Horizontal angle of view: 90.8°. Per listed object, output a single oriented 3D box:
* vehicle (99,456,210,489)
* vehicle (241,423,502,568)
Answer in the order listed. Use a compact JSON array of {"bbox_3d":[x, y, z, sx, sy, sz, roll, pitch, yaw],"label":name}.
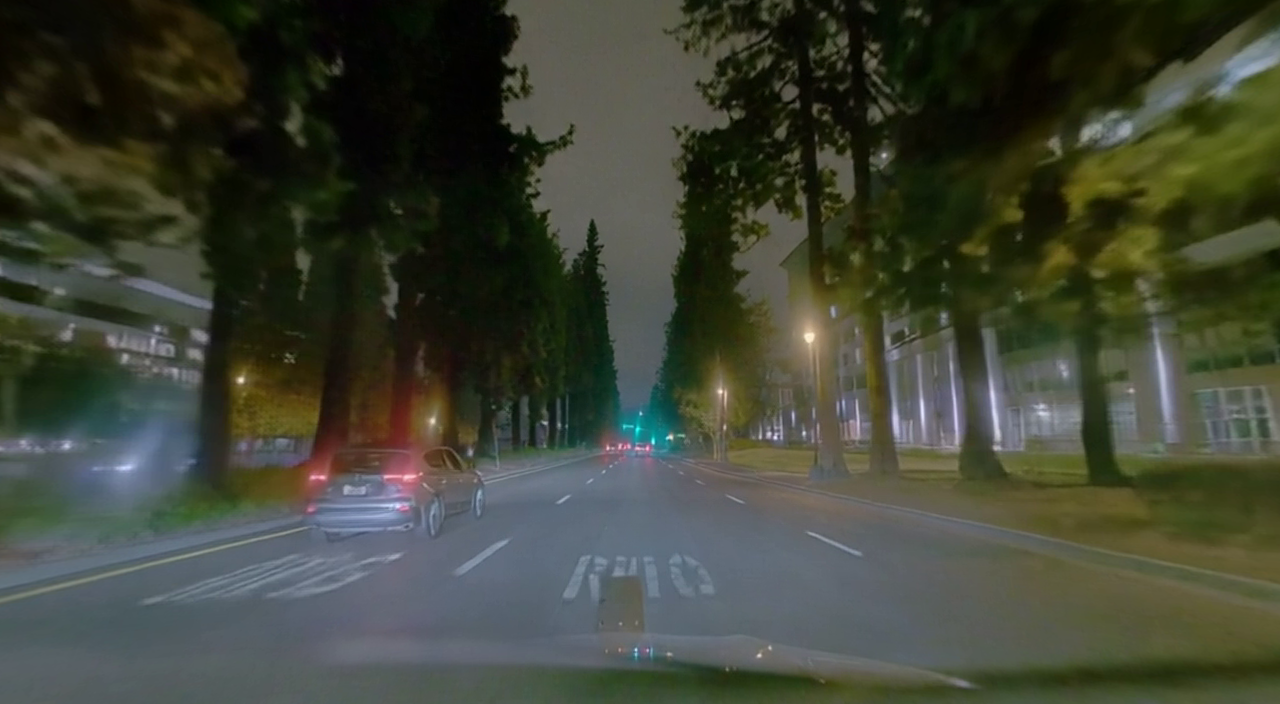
[{"bbox_3d":[-24.521,6.055,32.168,1.985,1.464,4.698,0,-9,-1],"label":"vehicle"},{"bbox_3d":[-3.434,1.904,9.148,1.942,1.588,4.172,0,-9,0],"label":"vehicle"}]
